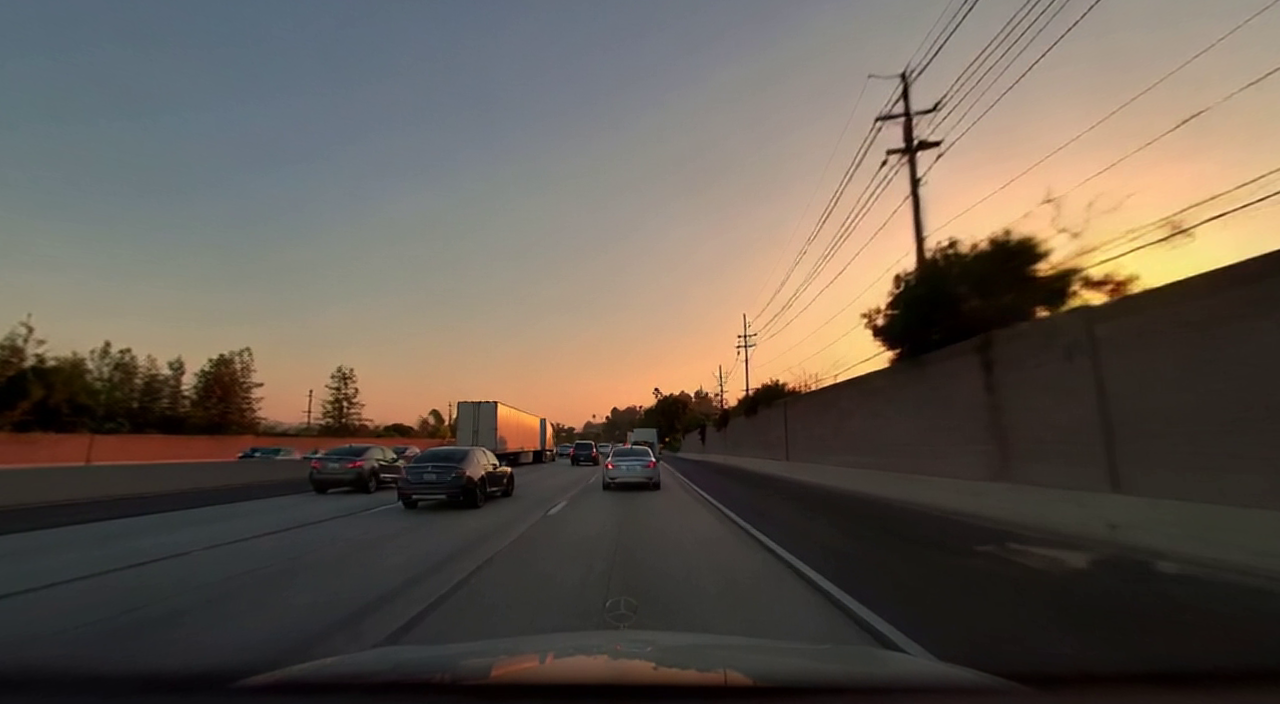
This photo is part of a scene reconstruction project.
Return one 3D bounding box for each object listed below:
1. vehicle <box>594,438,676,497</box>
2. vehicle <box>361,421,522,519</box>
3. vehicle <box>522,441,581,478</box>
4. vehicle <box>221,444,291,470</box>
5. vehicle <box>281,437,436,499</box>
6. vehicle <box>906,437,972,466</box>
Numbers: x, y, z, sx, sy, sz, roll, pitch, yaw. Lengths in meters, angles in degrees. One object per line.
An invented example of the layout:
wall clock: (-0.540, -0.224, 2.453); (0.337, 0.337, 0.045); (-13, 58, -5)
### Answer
vehicle: (-0.156, 3.261, 18.173); (2.089, 1.477, 3.818); (0, -9, -1)
vehicle: (-3.897, 2.403, 13.305); (1.923, 1.716, 4.289); (0, -9, 1)
vehicle: (-3.746, 4.632, 27.501); (1.870, 1.485, 4.304); (0, -9, 1)
vehicle: (-27.158, 7.444, 44.919); (2.017, 1.724, 4.861); (0, -9, -1)
vehicle: (-7.693, 3.215, 17.942); (2.165, 1.511, 4.810); (0, -9, 0)
vehicle: (17.980, 5.996, 38.168); (1.936, 1.591, 4.362); (0, -9, 2)
